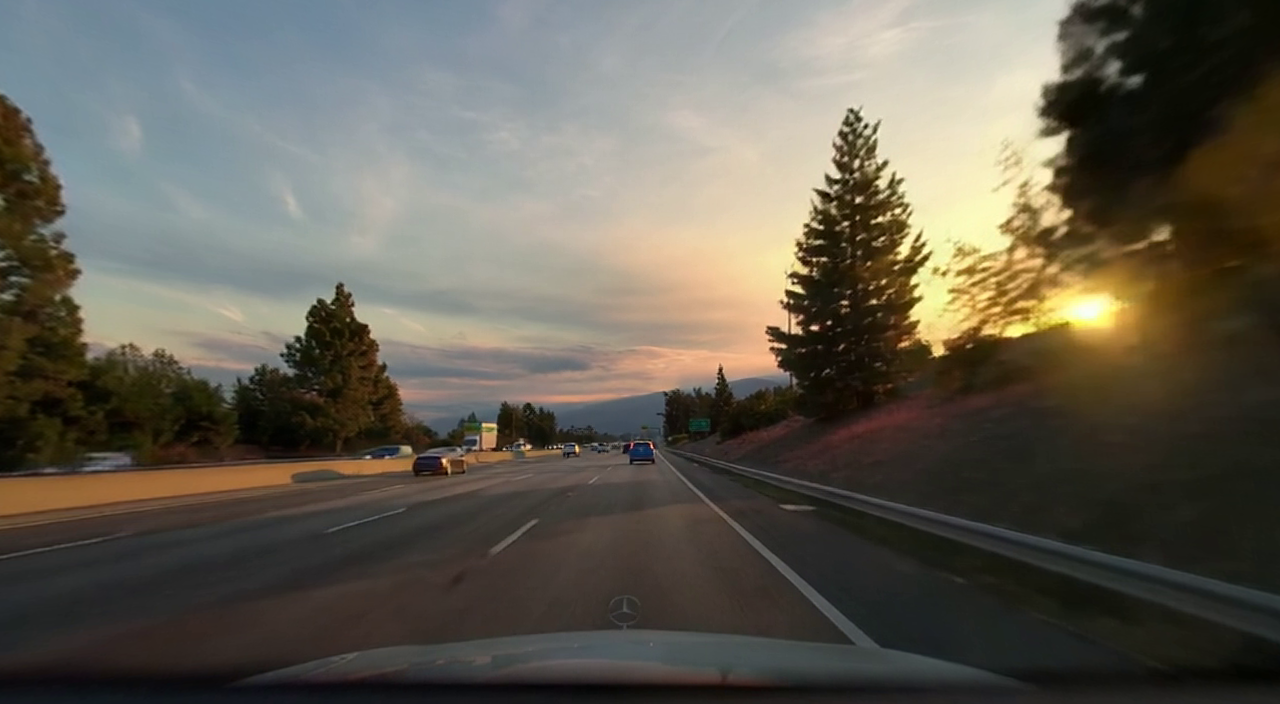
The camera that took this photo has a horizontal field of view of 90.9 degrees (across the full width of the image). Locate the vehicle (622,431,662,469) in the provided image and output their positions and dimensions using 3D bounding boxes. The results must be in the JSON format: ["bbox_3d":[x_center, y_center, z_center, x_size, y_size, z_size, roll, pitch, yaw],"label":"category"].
[{"bbox_3d":[0.116,6.027,38.971,2.318,2.145,4.561,0,-8,0],"label":"vehicle"}]

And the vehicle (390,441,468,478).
[{"bbox_3d":[-10.169,5.182,30.805,2.037,1.661,4.885,0,-8,1],"label":"vehicle"}]

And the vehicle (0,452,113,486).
[{"bbox_3d":[-30.665,6.046,33.019,1.950,1.568,4.772,0,-8,1],"label":"vehicle"}]
